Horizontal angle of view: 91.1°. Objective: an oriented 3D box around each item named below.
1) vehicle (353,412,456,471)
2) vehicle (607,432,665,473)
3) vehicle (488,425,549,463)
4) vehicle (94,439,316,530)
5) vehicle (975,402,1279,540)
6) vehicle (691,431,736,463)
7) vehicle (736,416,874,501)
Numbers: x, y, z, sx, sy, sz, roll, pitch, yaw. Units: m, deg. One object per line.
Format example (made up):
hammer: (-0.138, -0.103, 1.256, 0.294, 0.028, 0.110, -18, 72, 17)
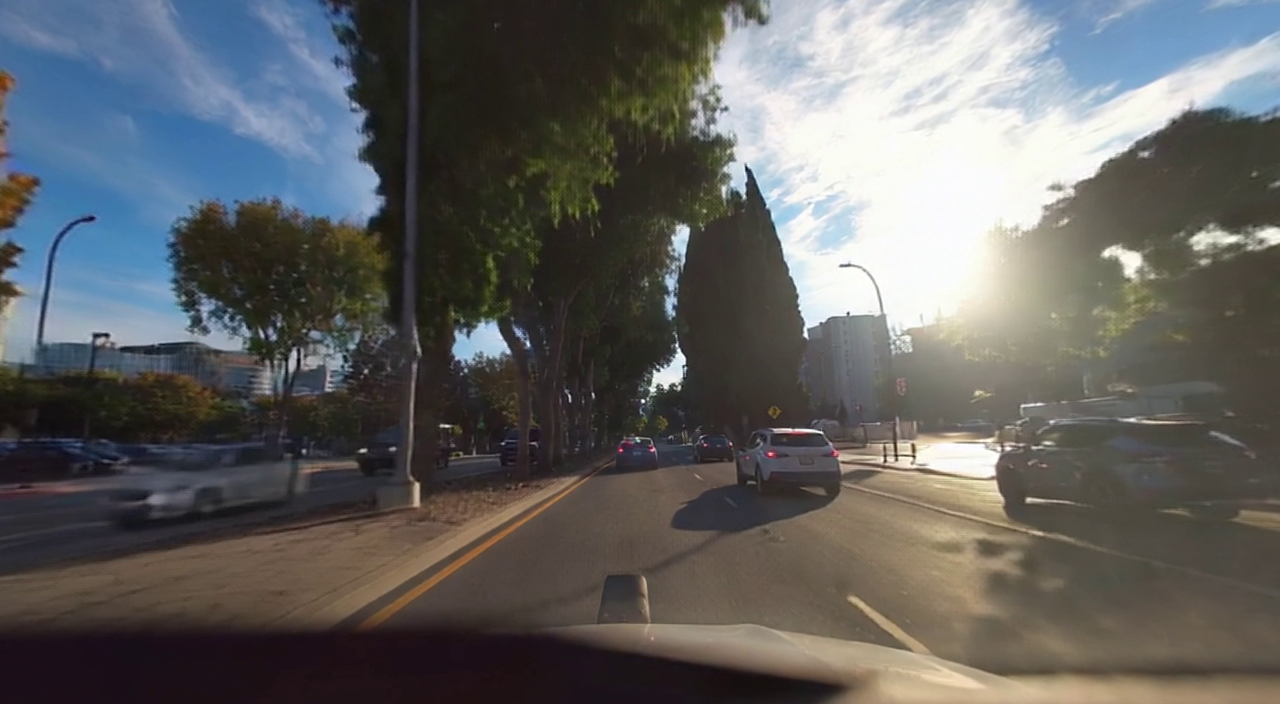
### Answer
vehicle: (-11.025, 4.306, 30.046, 2.585, 2.507, 5.743, 0, -9, 1)
vehicle: (-0.129, 4.004, 25.095, 2.111, 1.506, 4.018, 0, -8, 1)
vehicle: (-7.475, 5.757, 39.195, 2.469, 2.200, 5.517, 0, -9, 3)
vehicle: (-7.982, 2.418, 11.999, 1.617, 1.448, 3.609, 0, -9, 0)
vehicle: (7.619, 1.815, 10.110, 2.008, 1.714, 4.407, 0, -9, 1)
vehicle: (4.093, 5.384, 35.717, 1.982, 1.709, 4.427, 0, -8, 0)
vehicle: (3.709, 2.499, 15.024, 2.130, 1.718, 4.310, 0, -8, 0)
